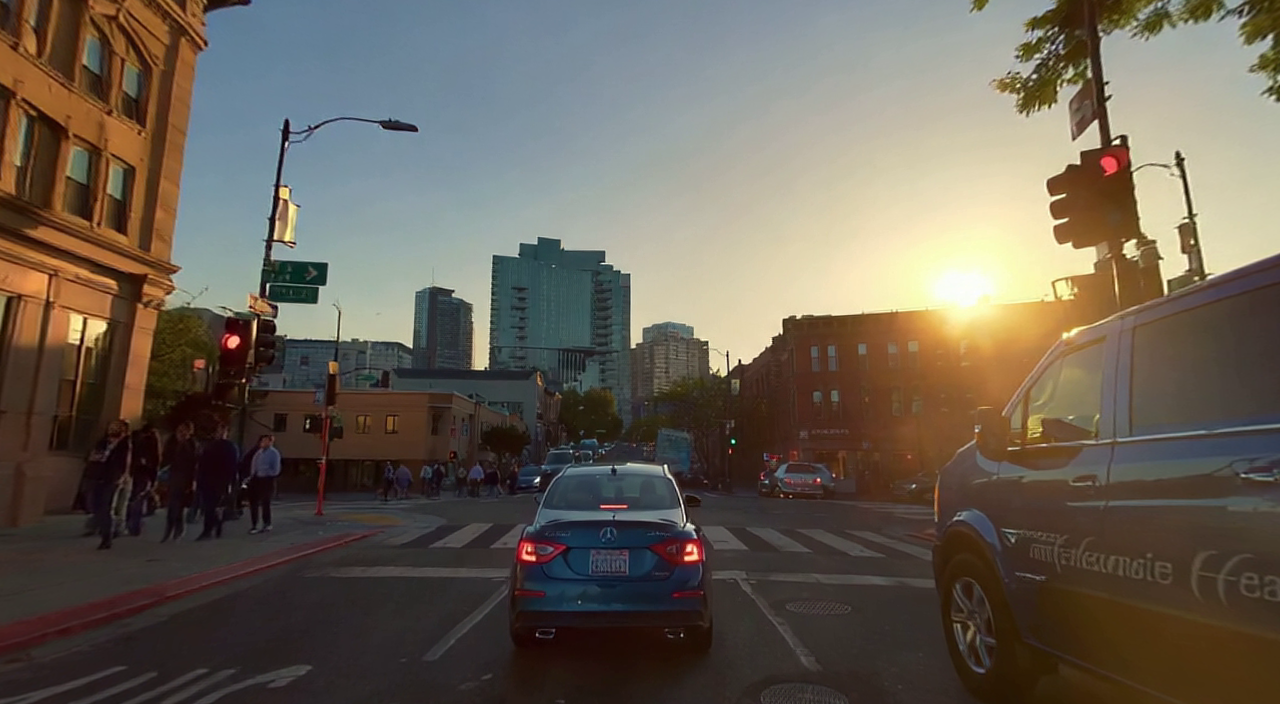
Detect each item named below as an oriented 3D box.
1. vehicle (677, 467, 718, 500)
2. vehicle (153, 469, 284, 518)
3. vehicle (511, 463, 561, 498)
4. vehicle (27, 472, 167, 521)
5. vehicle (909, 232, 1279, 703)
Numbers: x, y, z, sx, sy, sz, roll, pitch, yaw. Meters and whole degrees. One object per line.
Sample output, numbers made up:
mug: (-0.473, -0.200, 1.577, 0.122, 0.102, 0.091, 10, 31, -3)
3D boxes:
vehicle: (3.473, 8.034, 38.857, 1.908, 1.741, 4.066, 0, -9, -3)
vehicle: (-19.782, 6.644, 29.739, 4.750, 2.083, 2.002, -1, -9, 3)
vehicle: (-6.342, 7.876, 39.011, 2.226, 1.896, 4.438, -1, -9, 1)
vehicle: (-25.490, 6.778, 29.735, 4.588, 2.048, 2.110, 0, -9, 1)
vehicle: (3.202, 0.547, 1.228, 2.632, 1.979, 6.096, 0, -9, 0)
